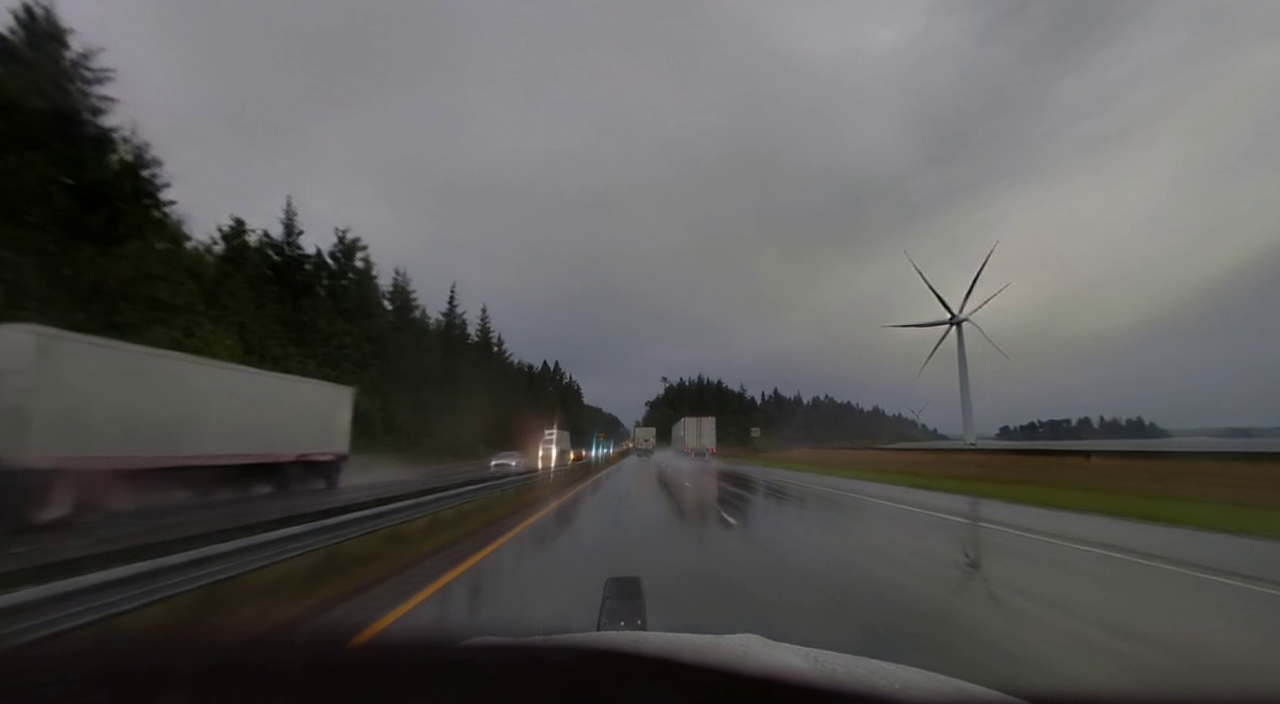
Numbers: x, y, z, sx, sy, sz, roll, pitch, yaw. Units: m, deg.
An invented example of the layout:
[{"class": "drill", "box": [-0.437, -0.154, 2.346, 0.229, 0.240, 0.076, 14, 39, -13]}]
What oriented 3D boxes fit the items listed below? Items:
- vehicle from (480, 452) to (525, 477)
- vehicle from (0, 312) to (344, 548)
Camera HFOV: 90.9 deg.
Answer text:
[{"class": "vehicle", "box": [-8.675, 7.098, 40.063, 1.978, 1.498, 3.712, 0, -9, 1]}, {"class": "vehicle", "box": [-12.640, 2.231, 16.471, 2.861, 4.092, 14.124, 0, -9, 0]}]
